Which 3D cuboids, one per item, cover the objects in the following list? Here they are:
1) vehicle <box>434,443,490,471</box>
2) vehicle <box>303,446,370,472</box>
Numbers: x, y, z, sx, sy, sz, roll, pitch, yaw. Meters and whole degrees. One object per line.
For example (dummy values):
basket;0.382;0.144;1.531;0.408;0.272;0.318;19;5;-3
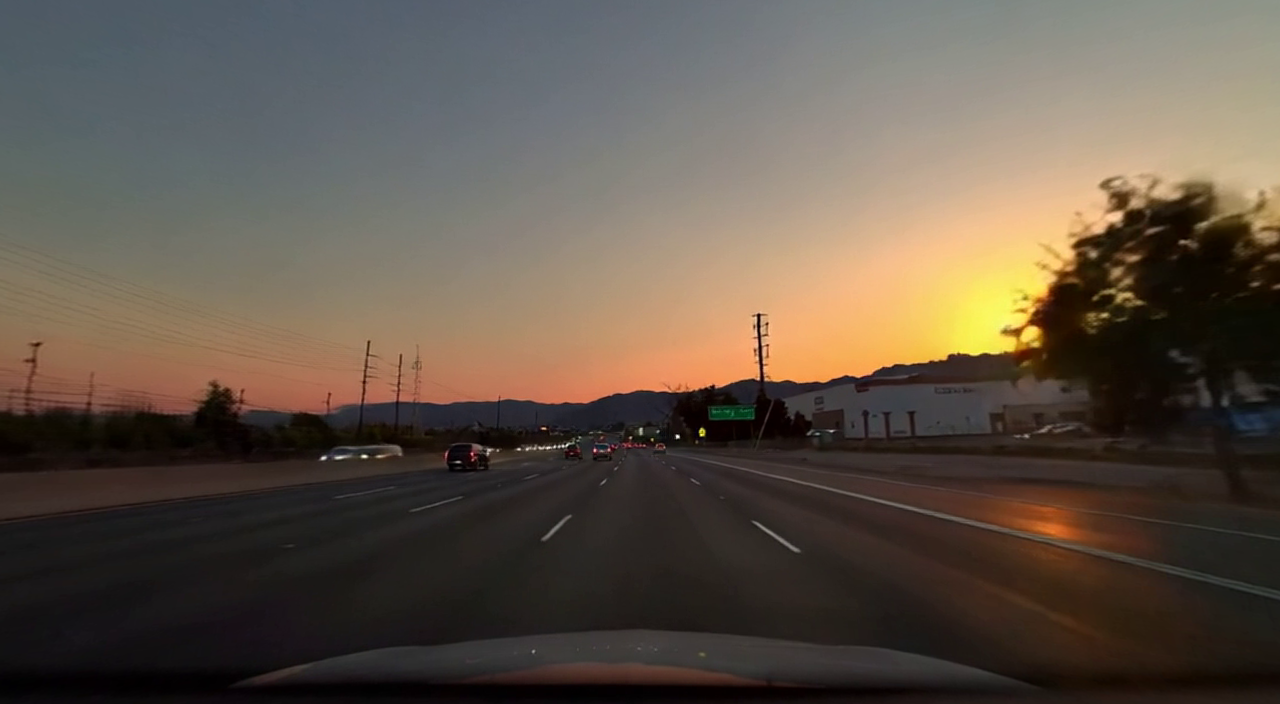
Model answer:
vehicle;-10.351;6.115;36.918;1.974;1.513;4.584;0;-8;0
vehicle;-19.178;6.731;39.888;1.971;1.522;4.463;0;-8;0
